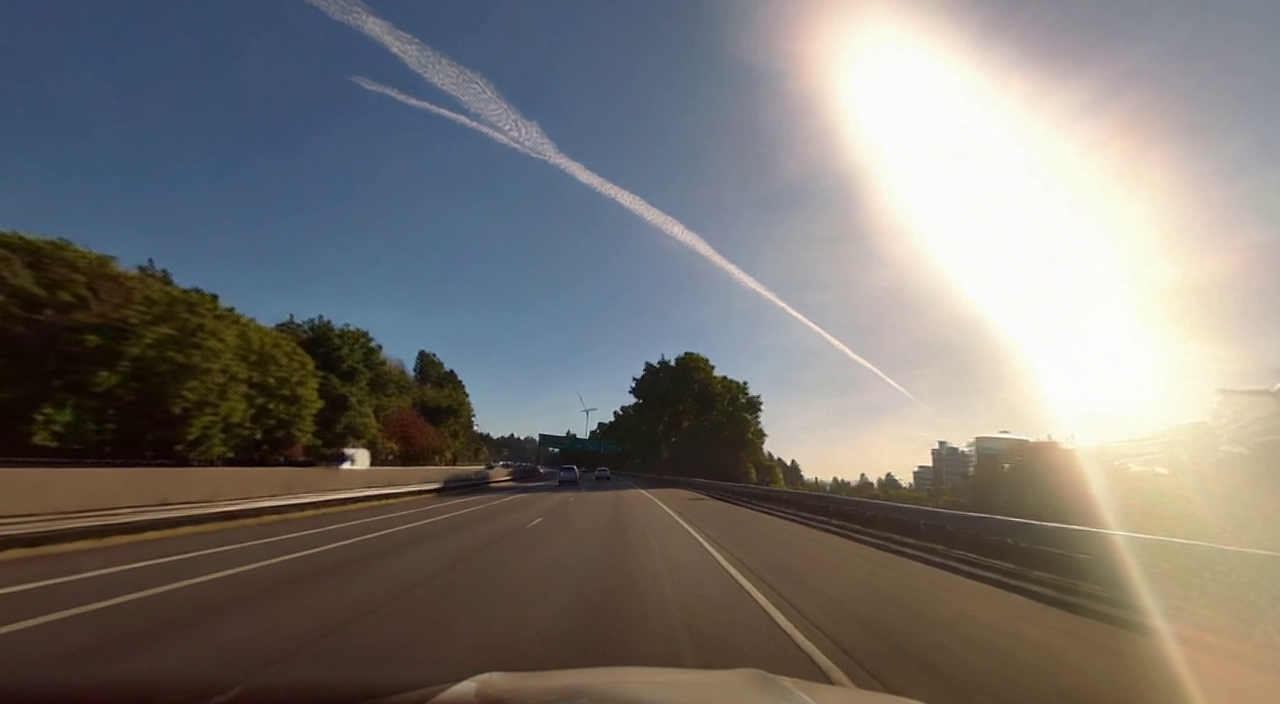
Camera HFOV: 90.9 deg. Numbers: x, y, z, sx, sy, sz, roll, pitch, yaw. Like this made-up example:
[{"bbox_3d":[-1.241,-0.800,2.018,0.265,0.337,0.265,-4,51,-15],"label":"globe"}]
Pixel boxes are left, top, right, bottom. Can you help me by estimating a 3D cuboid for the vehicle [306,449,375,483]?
[{"bbox_3d":[-18.165,6.975,38.453,2.018,1.931,4.588,1,-11,-2],"label":"vehicle"}]
